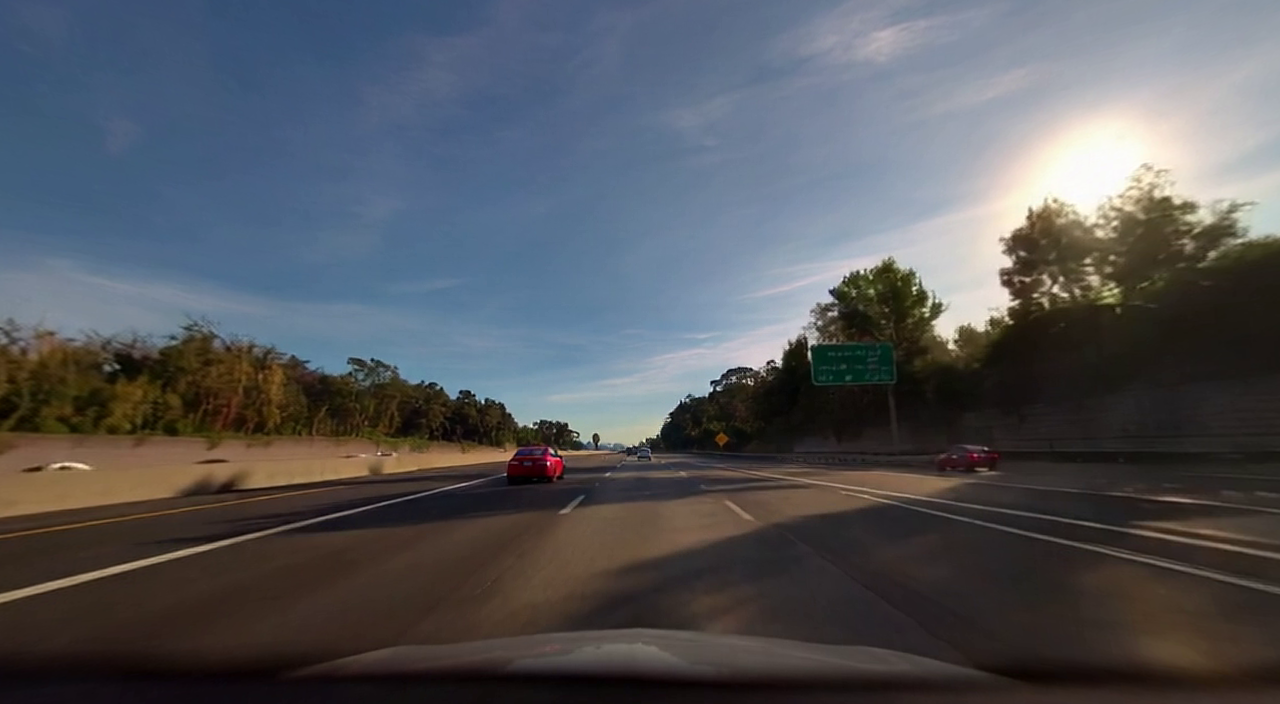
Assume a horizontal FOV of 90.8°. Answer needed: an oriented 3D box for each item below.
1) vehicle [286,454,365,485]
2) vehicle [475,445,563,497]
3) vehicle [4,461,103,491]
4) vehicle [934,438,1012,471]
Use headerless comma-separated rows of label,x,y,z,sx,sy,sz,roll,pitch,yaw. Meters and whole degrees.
vehicle,-16.619,6.206,33.619,1.856,1.448,4.515,0,-9,0
vehicle,-3.675,3.698,20.081,1.873,1.438,4.546,-1,-9,0
vehicle,-31.112,6.553,33.609,1.737,1.436,3.586,0,-9,0
vehicle,18.497,5.718,35.310,1.925,1.648,4.367,0,-9,-1
